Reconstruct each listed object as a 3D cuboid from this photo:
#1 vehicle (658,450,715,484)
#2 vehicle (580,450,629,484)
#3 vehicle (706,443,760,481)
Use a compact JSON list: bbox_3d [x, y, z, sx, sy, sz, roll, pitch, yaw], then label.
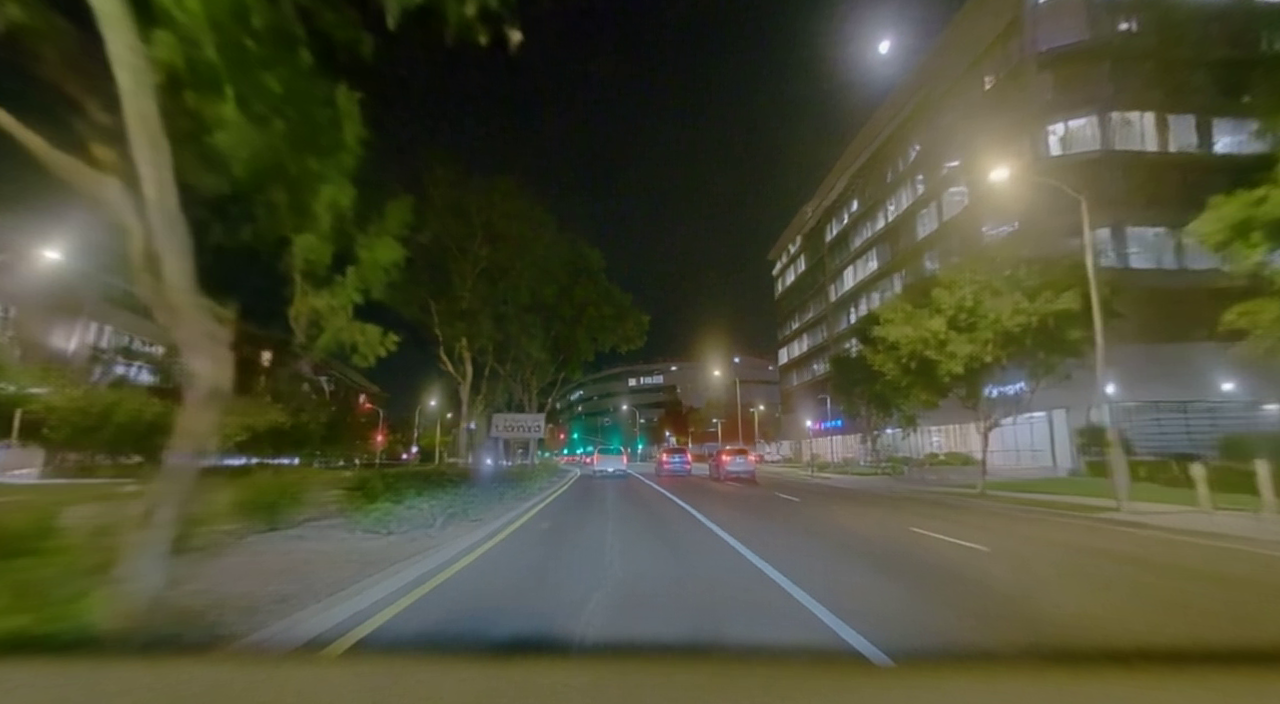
[{"bbox_3d":[2.107,5.429,30.013,1.993,1.477,4.240,0,-9,-5],"label":"vehicle"},{"bbox_3d":[-1.664,5.311,29.494,2.101,1.444,4.248,0,-9,-4],"label":"vehicle"},{"bbox_3d":[5.276,6.353,36.654,2.052,1.990,4.736,0,-9,-4],"label":"vehicle"}]
